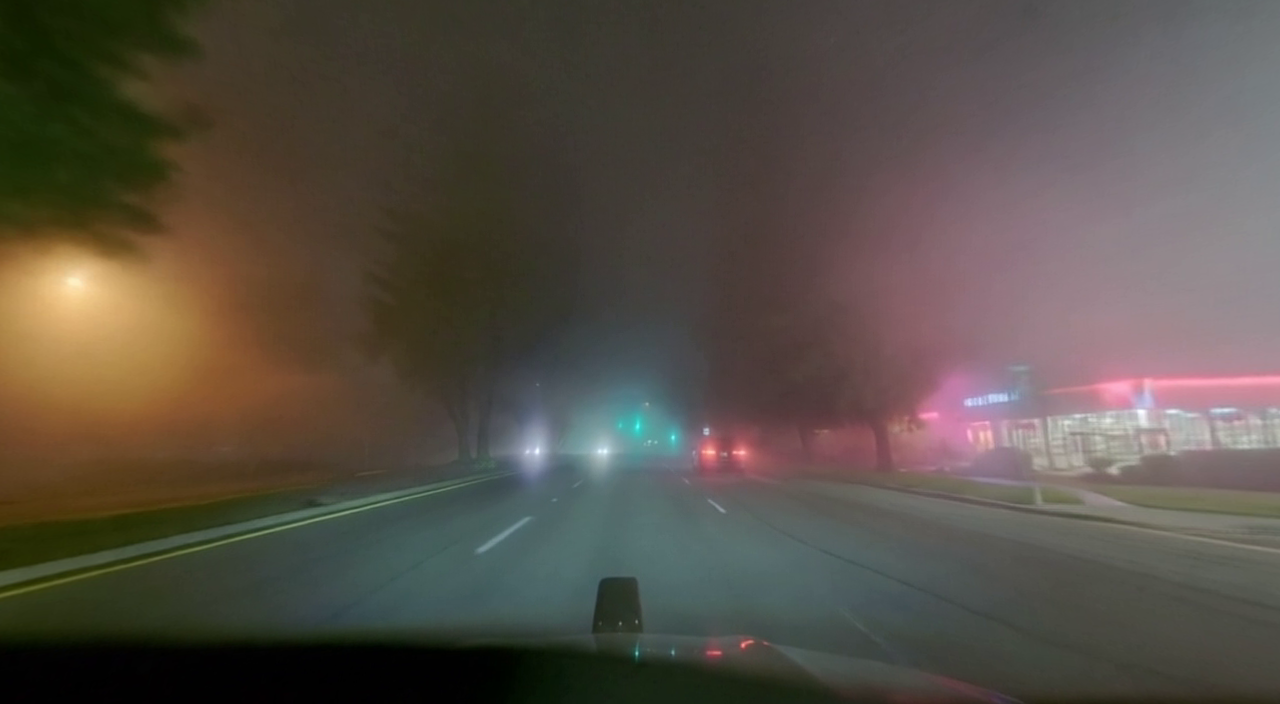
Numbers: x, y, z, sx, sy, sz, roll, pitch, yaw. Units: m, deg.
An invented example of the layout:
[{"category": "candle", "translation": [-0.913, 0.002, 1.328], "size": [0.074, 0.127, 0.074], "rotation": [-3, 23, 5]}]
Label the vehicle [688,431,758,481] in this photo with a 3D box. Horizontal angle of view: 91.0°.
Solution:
[{"category": "vehicle", "translation": [3.148, 4.056, 24.856], "size": [2.083, 1.743, 4.354], "rotation": [1, -8, -1]}]
